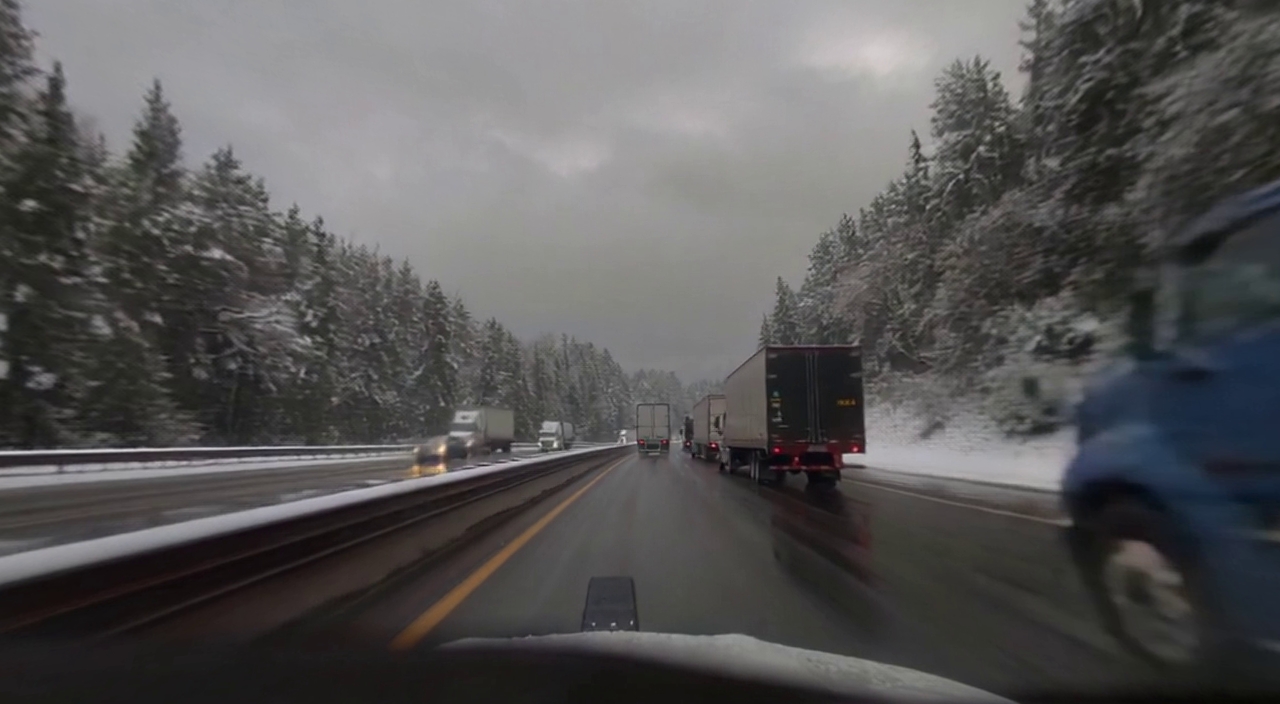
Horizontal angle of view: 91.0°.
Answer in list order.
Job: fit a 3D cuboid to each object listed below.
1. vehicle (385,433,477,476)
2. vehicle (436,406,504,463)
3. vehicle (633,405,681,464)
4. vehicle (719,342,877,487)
[{"bbox_3d":[-8.682,4.301,26.721,2.083,1.623,5.238,0,-8,0],"label":"vehicle"},{"bbox_3d":[-12.551,6.199,47.106,2.979,3.945,6.744,-1,-8,2],"label":"vehicle"},{"bbox_3d":[1.082,5.149,39.096,2.644,3.247,7.454,-1,-8,2],"label":"vehicle"},{"bbox_3d":[5.200,2.625,24.094,2.749,4.051,12.981,-1,-8,0],"label":"vehicle"}]
